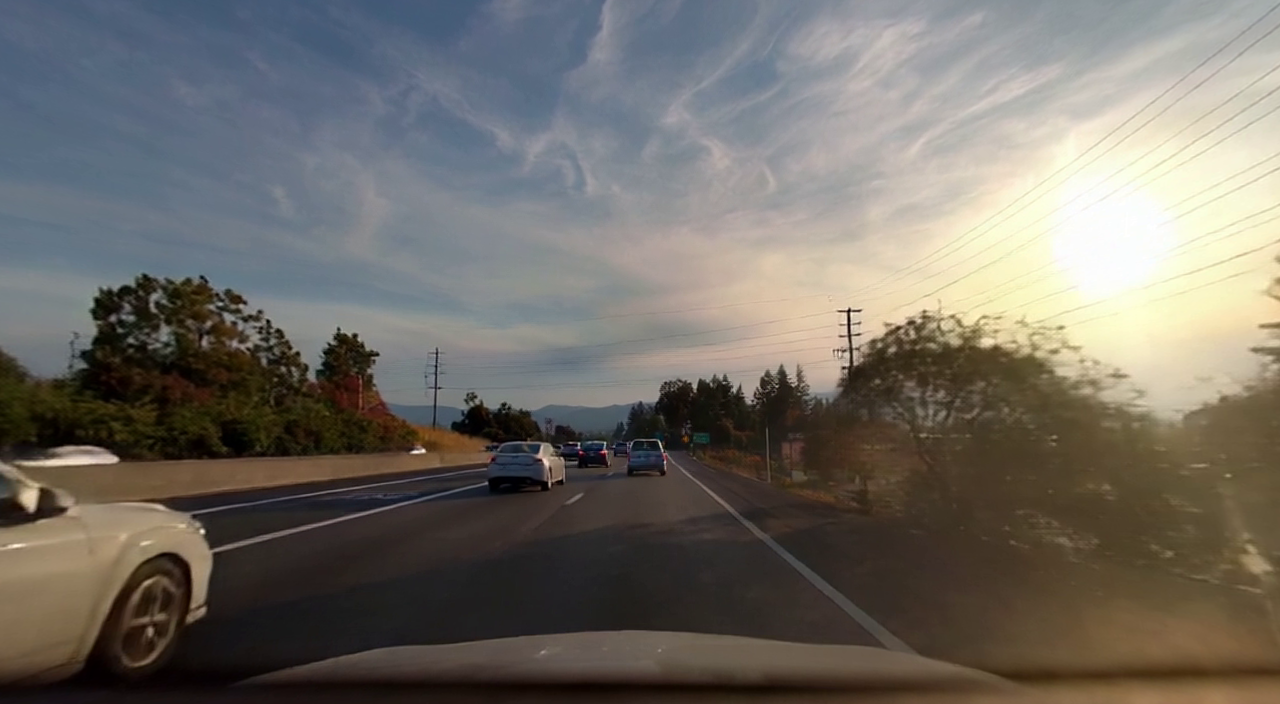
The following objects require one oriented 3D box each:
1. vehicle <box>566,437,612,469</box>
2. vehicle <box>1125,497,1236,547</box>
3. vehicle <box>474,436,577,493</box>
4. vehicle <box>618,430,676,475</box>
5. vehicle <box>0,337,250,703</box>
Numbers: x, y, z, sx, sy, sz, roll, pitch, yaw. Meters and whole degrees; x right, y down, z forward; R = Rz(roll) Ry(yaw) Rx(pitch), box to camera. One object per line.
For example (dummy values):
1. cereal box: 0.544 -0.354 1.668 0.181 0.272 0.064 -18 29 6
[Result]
1. vehicle: -2.867 5.814 36.535 2.051 1.695 4.731 -1 -8 3
2. vehicle: 30.652 9.576 36.056 2.164 2.048 5.656 -2 -8 11
3. vehicle: -3.233 3.290 18.826 2.092 1.464 4.466 0 -8 2
4. vehicle: 0.334 4.361 27.502 2.319 1.813 4.274 0 -8 1
5. vehicle: -3.824 0.730 2.087 2.104 1.754 4.515 0 -8 1
